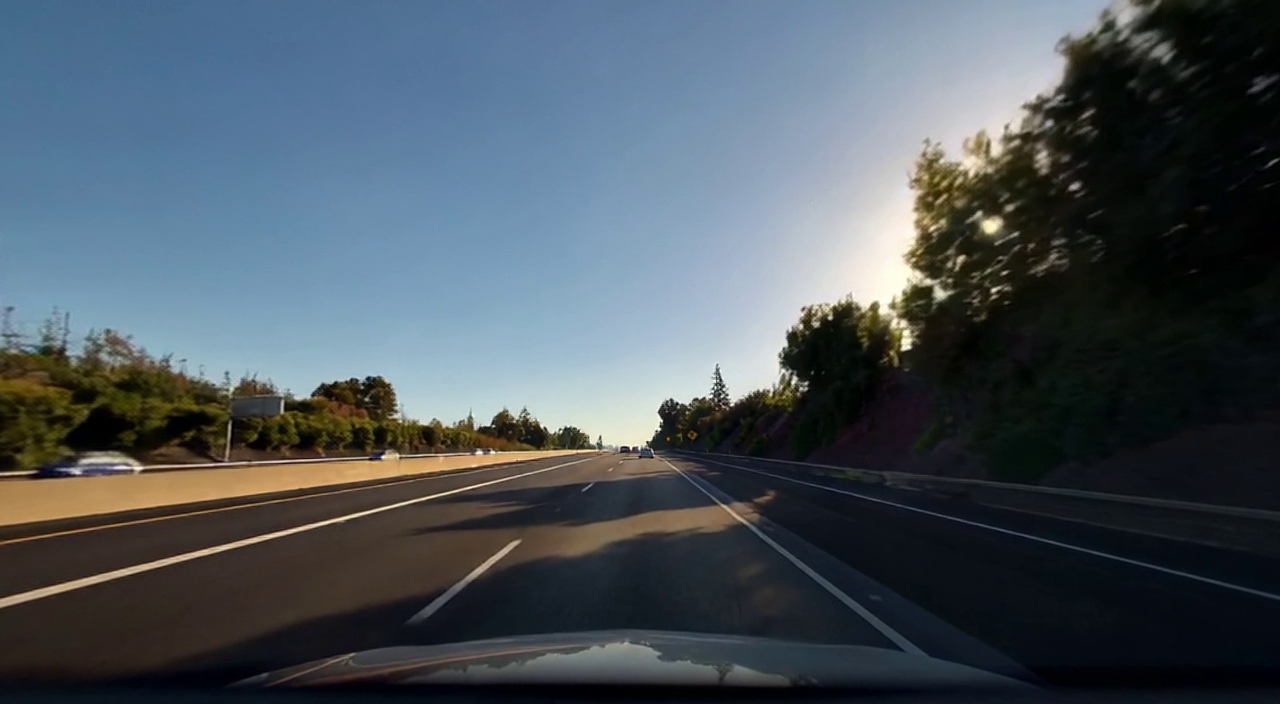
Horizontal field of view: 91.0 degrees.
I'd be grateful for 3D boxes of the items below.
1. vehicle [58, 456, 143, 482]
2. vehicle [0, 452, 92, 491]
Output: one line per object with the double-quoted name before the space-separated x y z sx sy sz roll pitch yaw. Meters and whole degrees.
"vehicle" -35.852 7.759 42.002 1.862 1.570 4.280 0 -9 0
"vehicle" -28.407 5.474 29.215 1.944 1.597 4.354 0 -9 1
